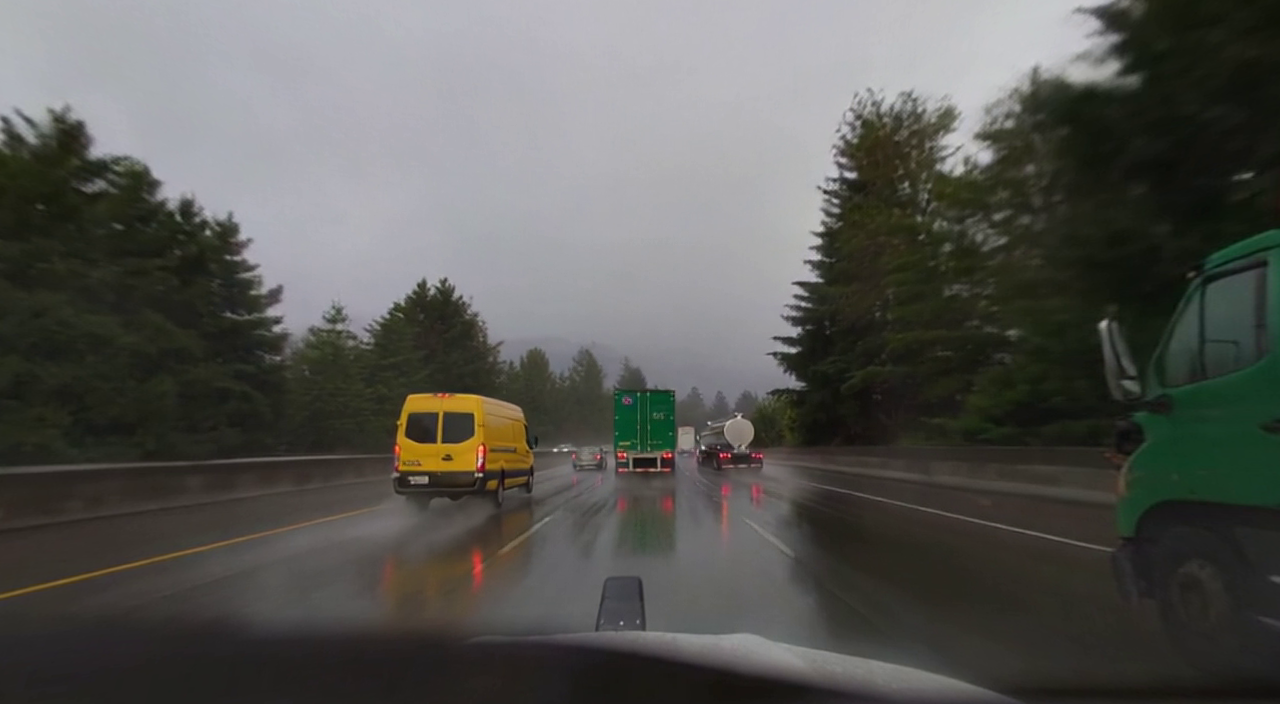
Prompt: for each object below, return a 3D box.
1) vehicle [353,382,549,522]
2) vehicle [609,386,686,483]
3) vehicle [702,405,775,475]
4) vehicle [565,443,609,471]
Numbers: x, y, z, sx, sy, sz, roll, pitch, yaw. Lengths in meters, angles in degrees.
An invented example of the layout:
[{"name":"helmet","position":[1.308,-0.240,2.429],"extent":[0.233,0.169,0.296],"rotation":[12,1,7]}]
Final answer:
[{"name":"vehicle","position":[-3.952,2.297,14.870],"extent":[2.525,2.572,6.260],"rotation":[0,-8,1]},{"name":"vehicle","position":[0.135,3.667,27.210],"extent":[2.773,3.455,9.118],"rotation":[0,-9,-2]},{"name":"vehicle","position":[5.479,5.229,37.298],"extent":[2.706,3.500,11.483],"rotation":[0,-8,1]},{"name":"vehicle","position":[-3.202,6.475,39.142],"extent":[2.134,1.652,4.439],"rotation":[0,-8,3]}]
